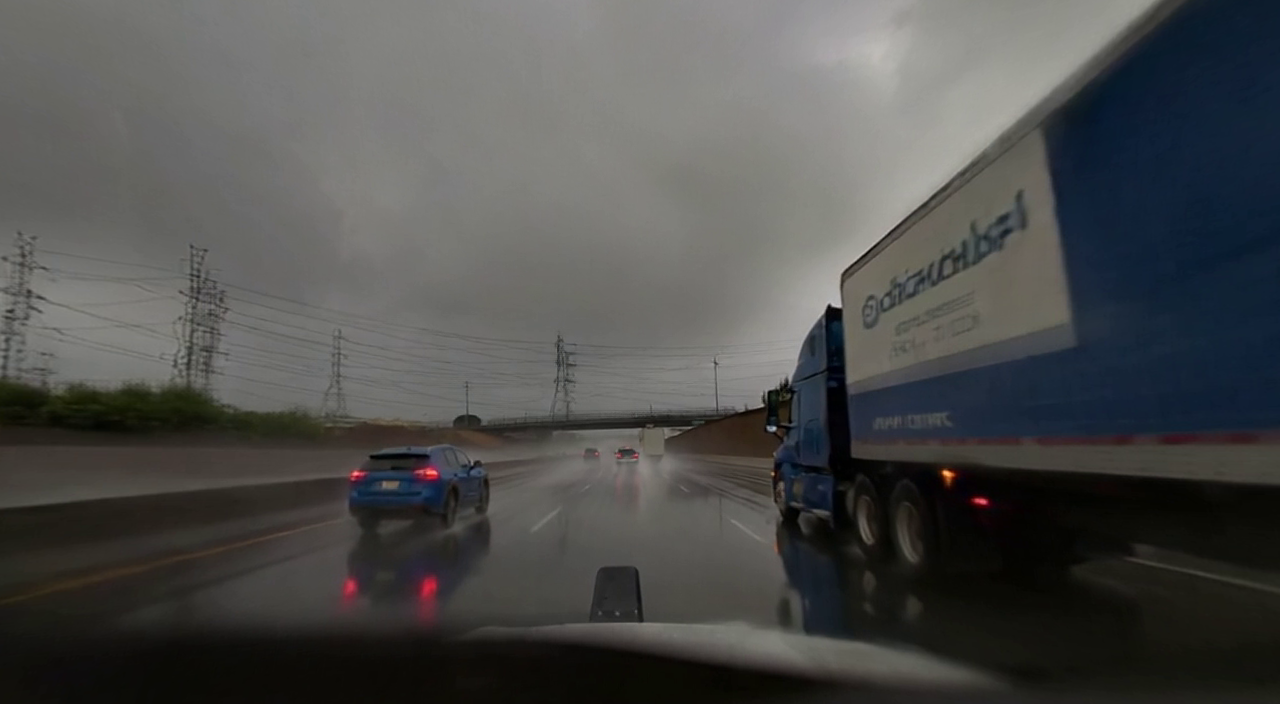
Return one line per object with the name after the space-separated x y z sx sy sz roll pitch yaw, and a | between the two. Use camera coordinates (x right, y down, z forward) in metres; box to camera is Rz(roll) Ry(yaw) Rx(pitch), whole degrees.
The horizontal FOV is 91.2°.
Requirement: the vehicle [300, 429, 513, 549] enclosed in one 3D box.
-3.473 2.108 10.280 1.987 1.548 3.981 0 -9 -1 | vehicle

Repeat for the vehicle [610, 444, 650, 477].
-0.545 5.710 33.337 2.004 1.615 4.113 0 -9 -1 | vehicle
